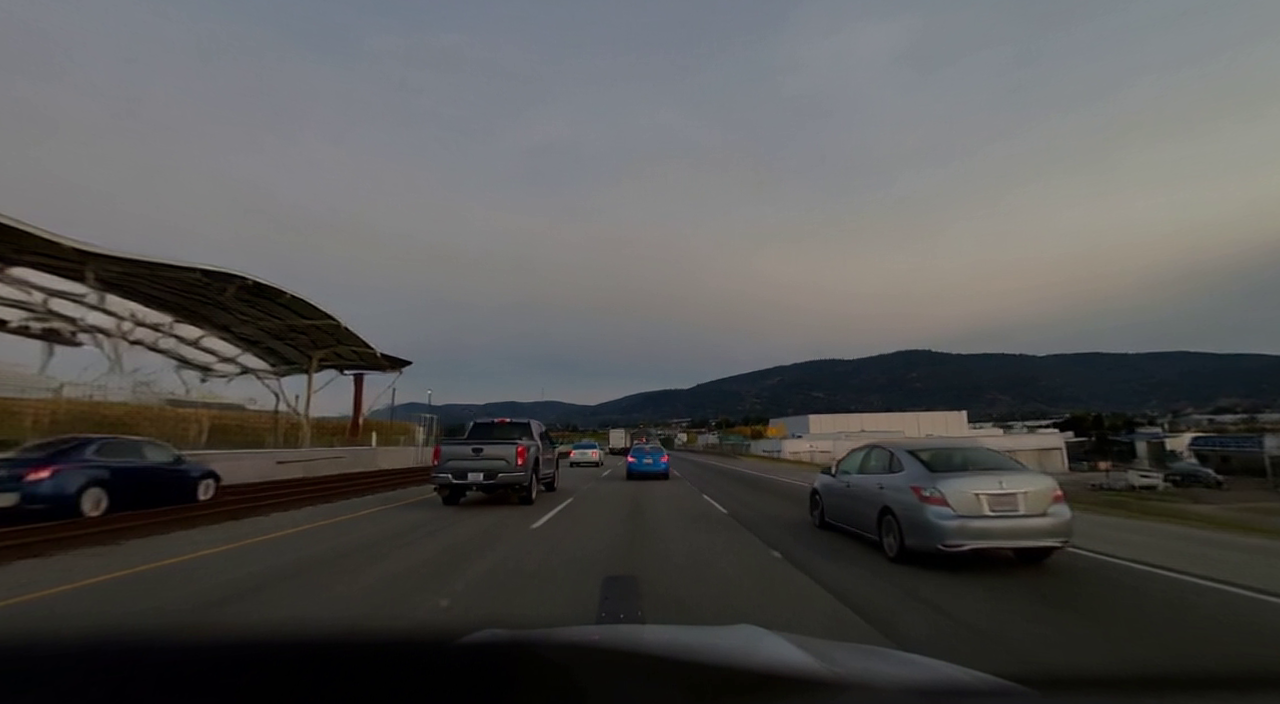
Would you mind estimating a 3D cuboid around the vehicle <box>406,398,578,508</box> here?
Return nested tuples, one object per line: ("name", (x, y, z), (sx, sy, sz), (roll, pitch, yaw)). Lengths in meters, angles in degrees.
("vehicle", (-3.352, 2.564, 16.290), (2.733, 2.230, 6.820), (0, -8, 0))

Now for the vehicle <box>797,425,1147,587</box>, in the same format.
("vehicle", (3.751, 1.816, 8.411), (2.023, 1.510, 4.773), (0, -8, -1))

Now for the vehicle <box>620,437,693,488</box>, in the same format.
("vehicle", (0.459, 3.625, 20.949), (2.171, 1.493, 4.081), (0, -8, -1))

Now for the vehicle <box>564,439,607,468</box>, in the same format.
("vehicle", (-3.255, 6.206, 38.716), (2.151, 1.613, 4.786), (0, -8, 1))

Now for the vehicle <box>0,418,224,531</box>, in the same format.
("vehicle", (-10.657, 2.243, 12.114), (2.137, 1.728, 4.665), (0, -8, -1))
